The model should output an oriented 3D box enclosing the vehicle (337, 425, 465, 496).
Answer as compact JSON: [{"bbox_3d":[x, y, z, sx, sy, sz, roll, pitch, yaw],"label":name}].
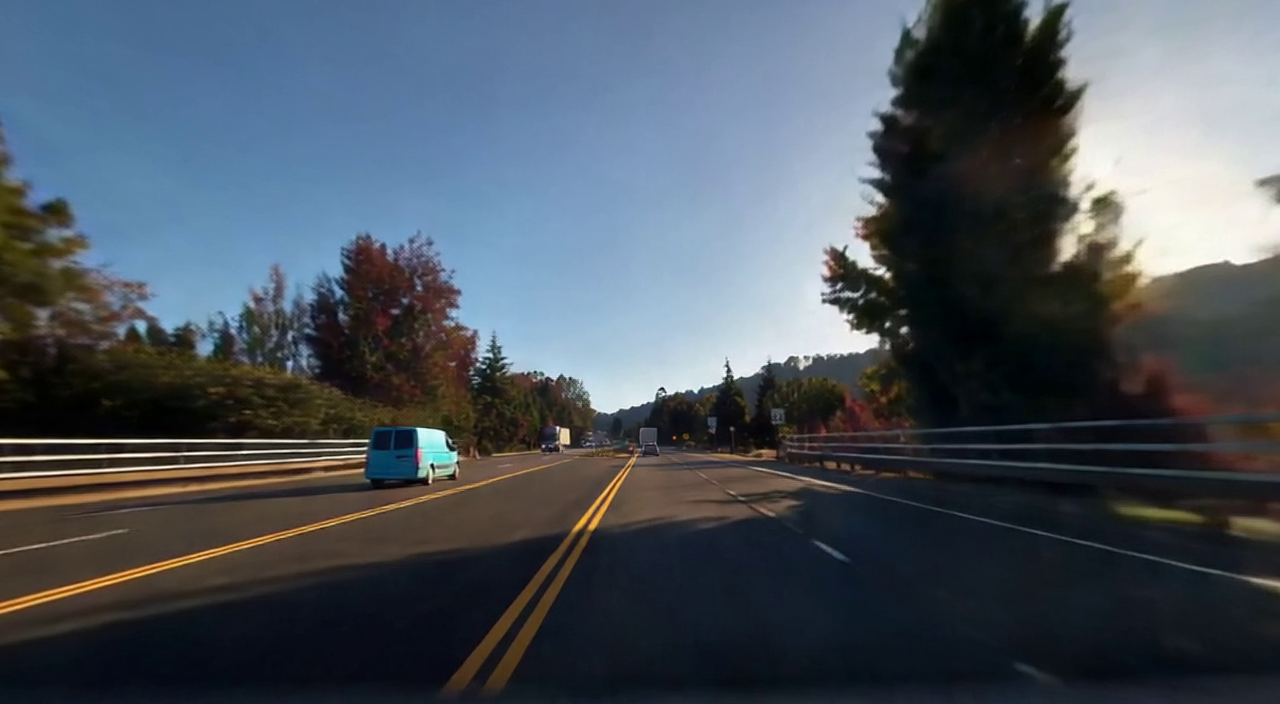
[{"bbox_3d":[-7.087,3.256,19.239,2.068,1.897,4.372,0,-8,1],"label":"vehicle"}]

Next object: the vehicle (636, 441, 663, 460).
[{"bbox_3d":[0.734,7.709,49.343,2.061,1.469,3.782,0,-8,1],"label":"vehicle"}]
